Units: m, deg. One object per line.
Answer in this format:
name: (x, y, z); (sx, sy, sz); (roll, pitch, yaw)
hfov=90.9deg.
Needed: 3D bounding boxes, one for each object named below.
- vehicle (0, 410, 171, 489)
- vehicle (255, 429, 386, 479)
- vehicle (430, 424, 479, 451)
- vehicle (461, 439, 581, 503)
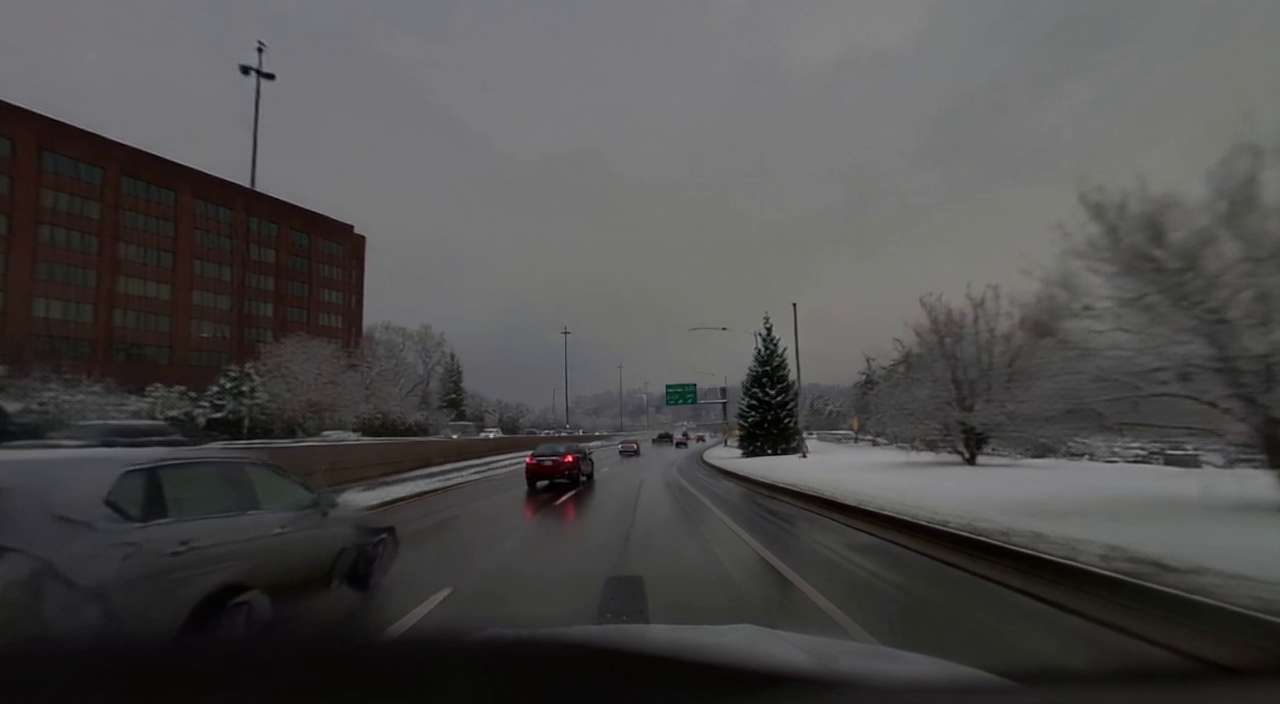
vehicle: (-14.621, 2.459, 16.002); (1.924, 1.699, 4.506); (-1, -9, 0)
vehicle: (-10.342, 3.348, 20.857); (1.893, 1.443, 4.334); (-1, -9, 3)
vehicle: (-13.404, 6.248, 45.810); (2.040, 1.803, 4.496); (-1, -9, 3)
vehicle: (-2.990, 3.119, 16.972); (2.035, 1.460, 4.497); (-1, -9, 4)
